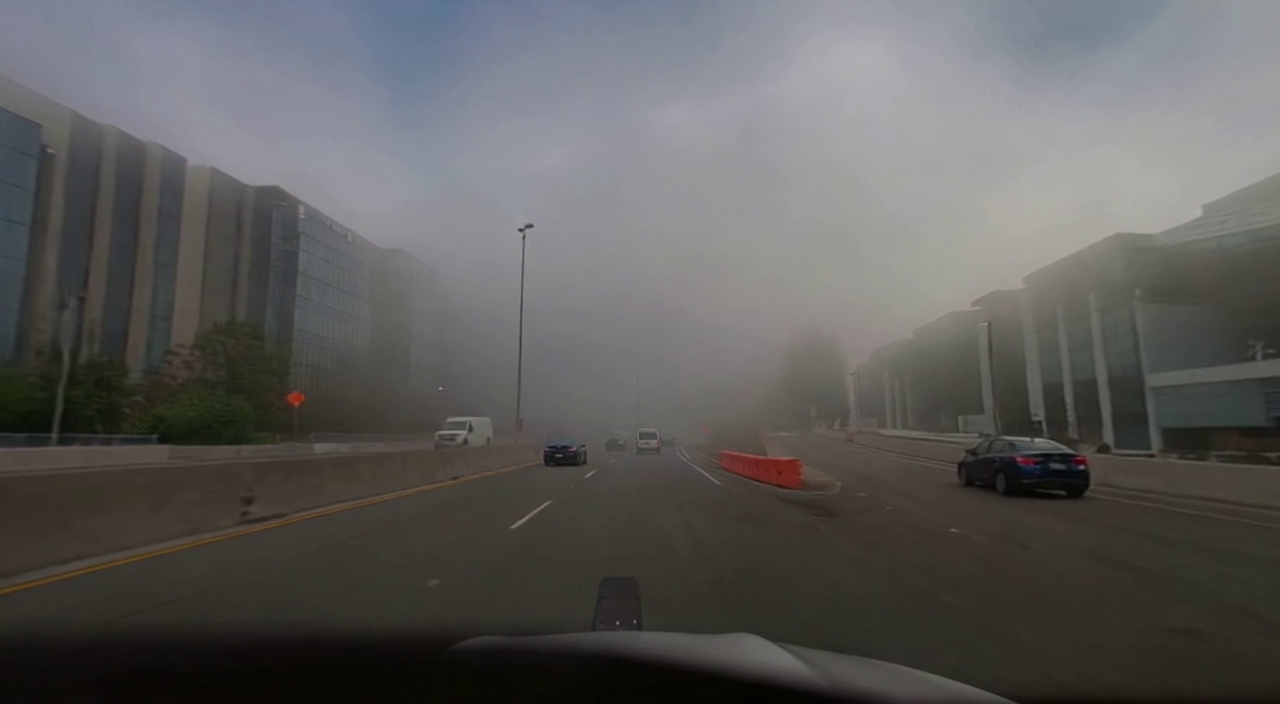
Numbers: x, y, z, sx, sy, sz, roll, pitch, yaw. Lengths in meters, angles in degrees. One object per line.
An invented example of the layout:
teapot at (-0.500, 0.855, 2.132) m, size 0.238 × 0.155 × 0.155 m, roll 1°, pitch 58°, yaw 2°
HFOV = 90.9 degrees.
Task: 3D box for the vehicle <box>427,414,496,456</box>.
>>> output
vehicle at (-12.468, 5.879, 44.729) m, size 2.297 × 2.733 × 7.664 m, roll 0°, pitch -8°, yaw 3°

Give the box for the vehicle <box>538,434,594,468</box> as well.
vehicle at (-3.253, 4.404, 28.392) m, size 1.848 × 1.406 × 4.013 m, roll 0°, pitch -8°, yaw 3°

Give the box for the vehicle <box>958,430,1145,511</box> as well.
vehicle at (8.698, 2.472, 13.739) m, size 1.913 × 1.499 × 3.581 m, roll -1°, pitch -8°, yaw 6°
